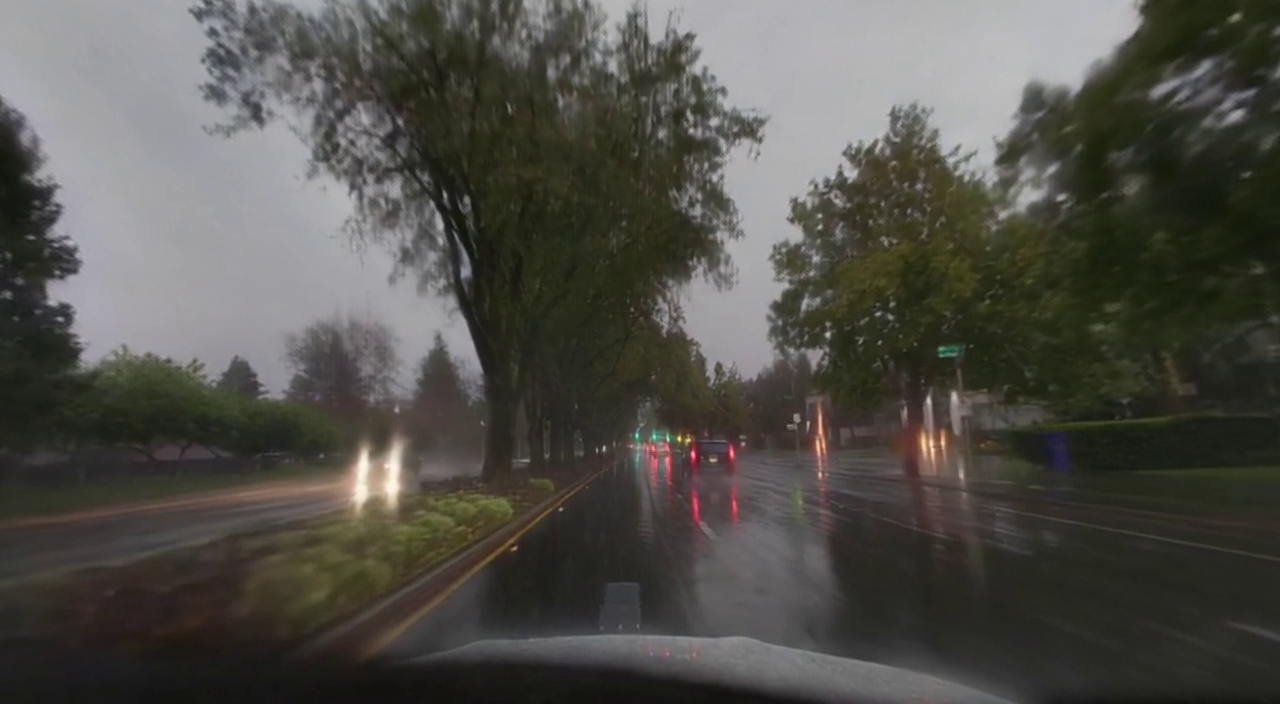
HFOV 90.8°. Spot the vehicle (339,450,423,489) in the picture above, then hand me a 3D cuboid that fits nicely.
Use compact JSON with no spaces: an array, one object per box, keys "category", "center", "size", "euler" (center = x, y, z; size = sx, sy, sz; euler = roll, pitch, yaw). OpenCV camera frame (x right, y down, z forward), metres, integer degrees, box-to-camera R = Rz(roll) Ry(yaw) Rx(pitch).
[{"category":"vehicle","center":[-12.228,5.536,30.211],"size":[1.888,1.615,5.012],"euler":[0,-8,0]}]

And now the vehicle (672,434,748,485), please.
[{"category":"vehicle","center":[2.566,4.088,24.301],"size":[2.240,1.740,4.605],"euler":[0,-8,-2]}]
